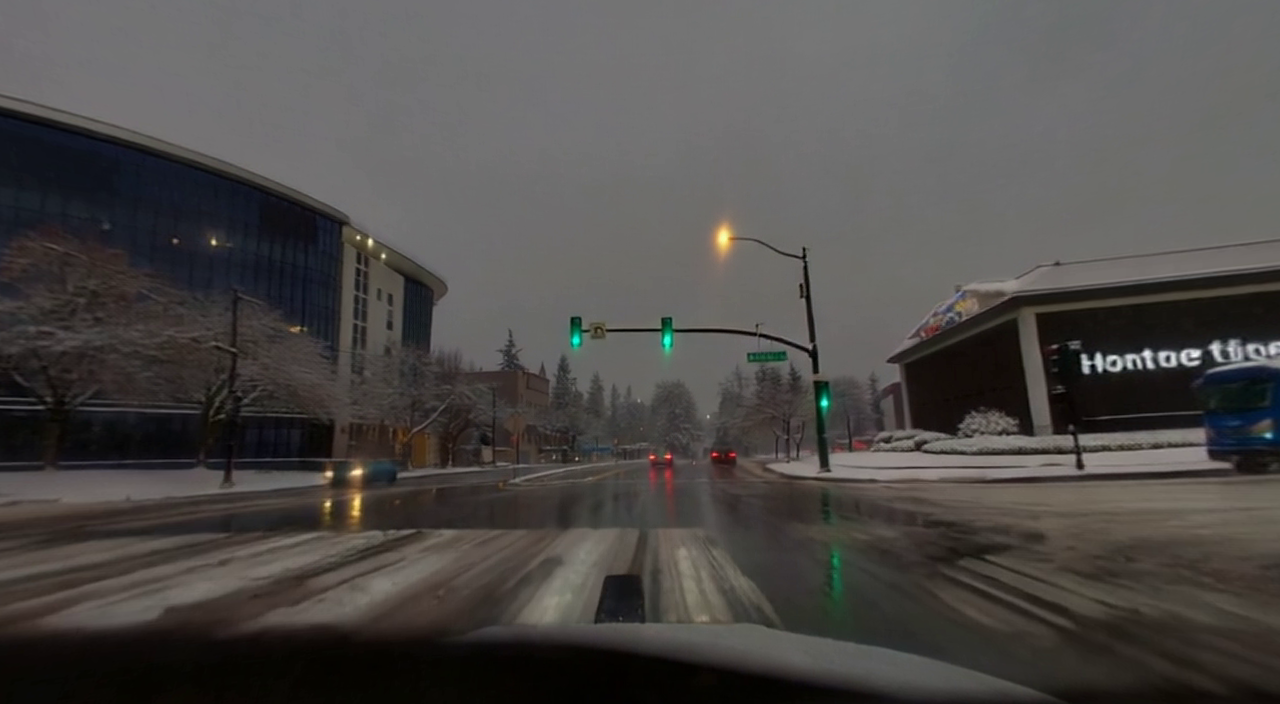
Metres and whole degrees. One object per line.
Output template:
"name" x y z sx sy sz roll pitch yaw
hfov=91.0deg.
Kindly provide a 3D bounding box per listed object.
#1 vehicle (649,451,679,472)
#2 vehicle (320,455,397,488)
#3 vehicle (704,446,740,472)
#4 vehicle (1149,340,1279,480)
"vehicle" 1.858 8.359 48.325 2.014 1.525 4.197 -1 -9 6
"vehicle" -14.640 6.226 33.005 1.904 1.582 4.111 -1 -9 4
"vehicle" 5.748 7.553 44.666 2.174 1.749 4.739 0 -9 3
"vehicle" 20.937 1.632 17.044 10.893 3.534 3.195 -1 -9 4
